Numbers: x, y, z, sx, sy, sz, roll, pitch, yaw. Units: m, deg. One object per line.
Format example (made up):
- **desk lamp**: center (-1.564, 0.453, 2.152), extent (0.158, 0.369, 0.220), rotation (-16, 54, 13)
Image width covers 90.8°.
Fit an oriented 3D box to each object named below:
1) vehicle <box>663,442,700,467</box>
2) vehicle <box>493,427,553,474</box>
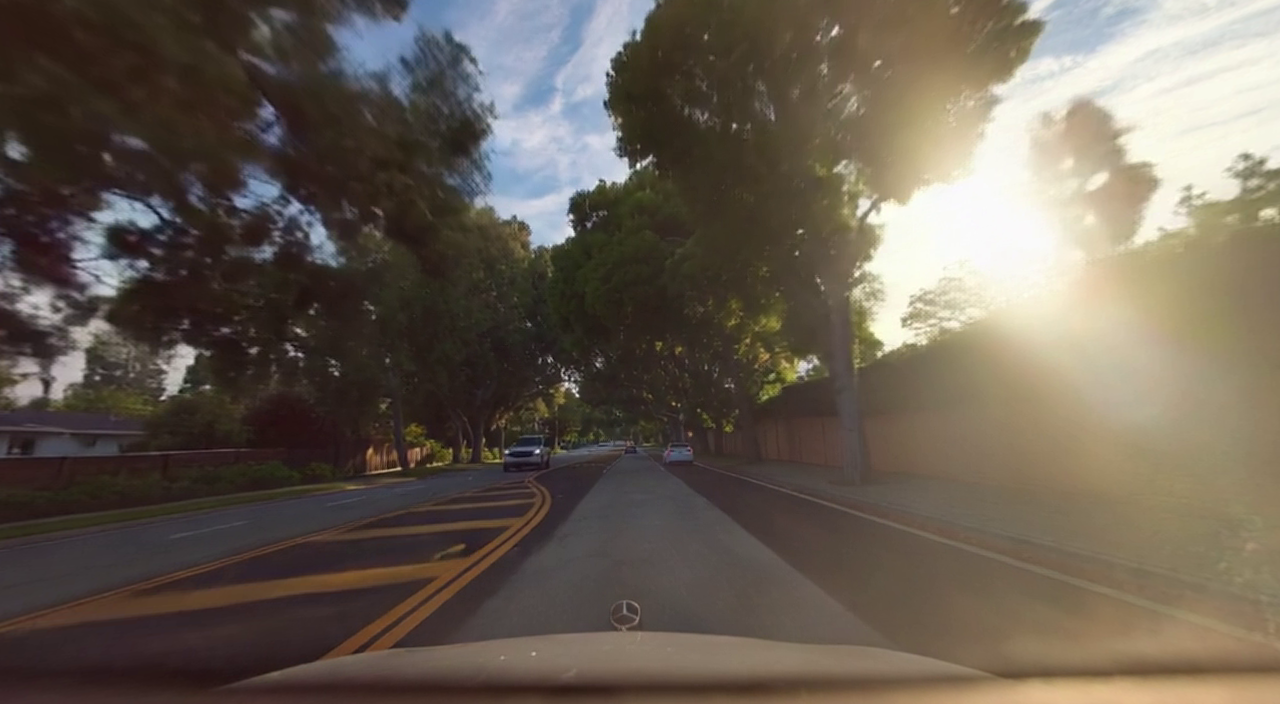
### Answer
- **vehicle**: center (2.560, 6.410, 39.849), extent (1.991, 1.476, 4.153), rotation (0, -8, -1)
- **vehicle**: center (-6.776, 5.804, 37.336), extent (2.430, 2.517, 5.772), rotation (0, -8, 0)
